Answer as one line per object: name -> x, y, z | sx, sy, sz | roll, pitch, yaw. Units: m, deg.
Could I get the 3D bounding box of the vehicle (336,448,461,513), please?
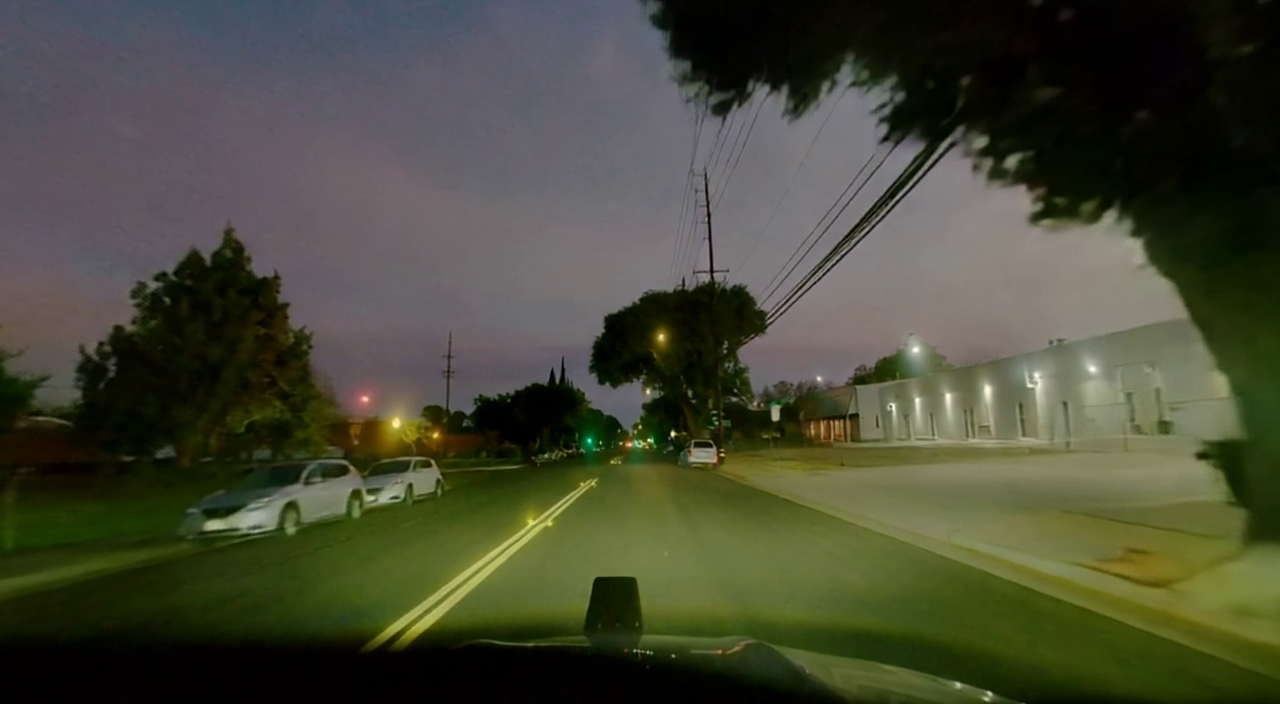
vehicle -> -6.567, 3.503, 17.696 | 1.804, 1.403, 4.174 | -4, -8, 1

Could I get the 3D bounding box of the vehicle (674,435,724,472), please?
vehicle -> 3.113, 5.487, 34.486 | 2.138, 1.820, 5.218 | 0, -8, 0

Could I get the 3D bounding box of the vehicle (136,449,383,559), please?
vehicle -> -6.622, 2.623, 11.723 | 1.887, 1.460, 4.444 | -4, -8, -1
